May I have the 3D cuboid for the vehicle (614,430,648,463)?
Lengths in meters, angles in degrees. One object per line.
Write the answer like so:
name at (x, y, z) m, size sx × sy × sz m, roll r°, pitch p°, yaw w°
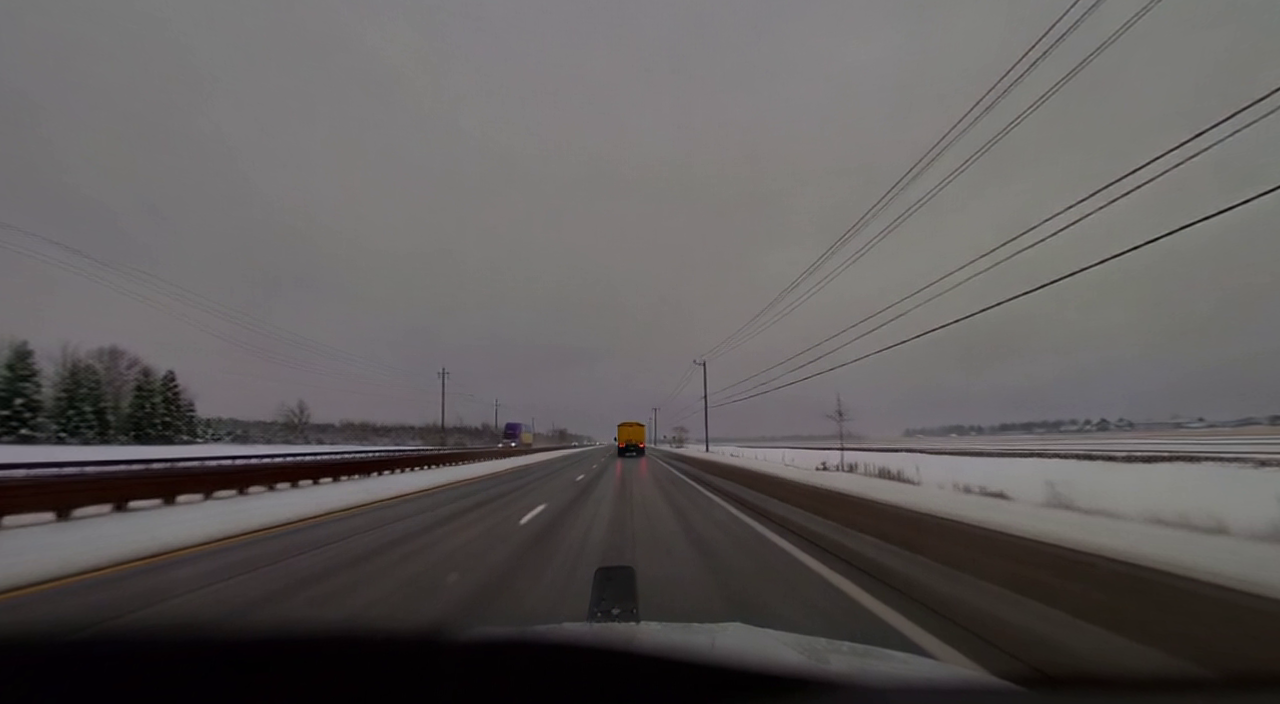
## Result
vehicle at (-0.664, 6.534, 43.620) m, size 2.240 × 2.129 × 4.480 m, roll 0°, pitch -8°, yaw -2°
